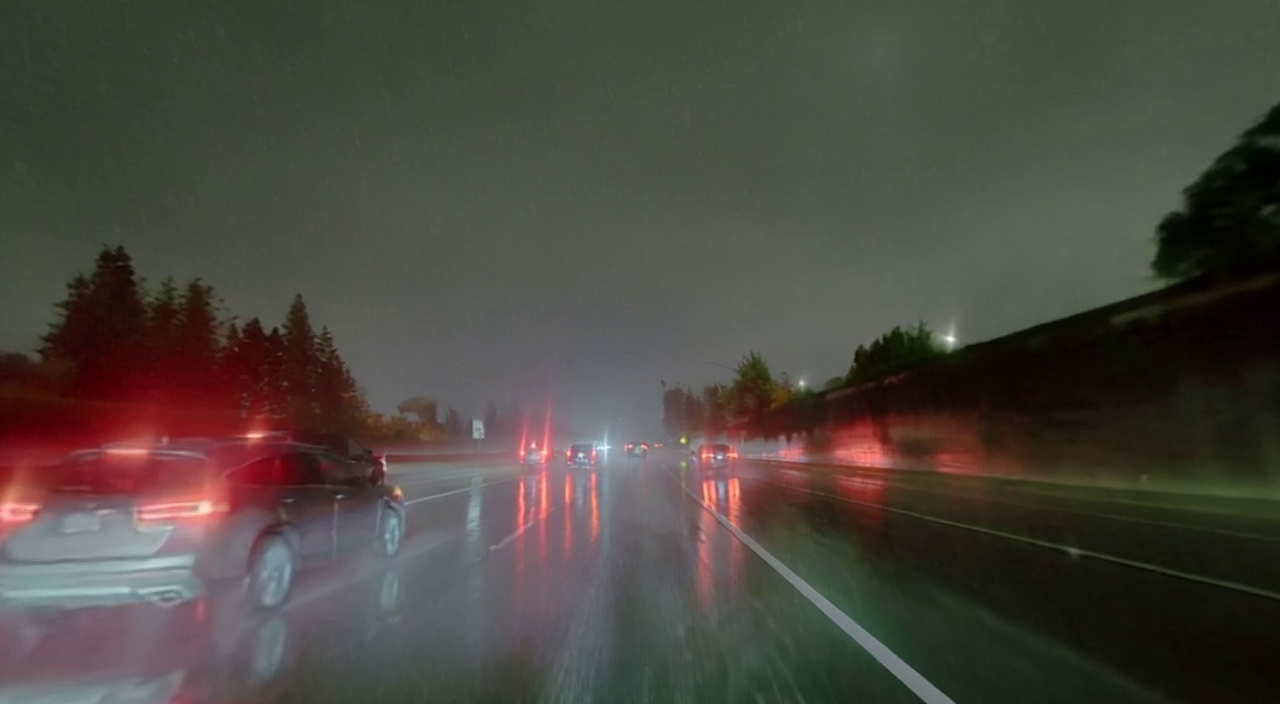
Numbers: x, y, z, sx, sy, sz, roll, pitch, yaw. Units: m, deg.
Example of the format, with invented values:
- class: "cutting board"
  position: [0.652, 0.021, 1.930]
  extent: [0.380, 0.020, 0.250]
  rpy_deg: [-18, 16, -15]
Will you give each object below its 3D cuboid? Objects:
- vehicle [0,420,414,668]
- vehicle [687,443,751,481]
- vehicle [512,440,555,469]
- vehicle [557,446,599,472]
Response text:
- class: "vehicle"
  position: [-4.038, 1.524, 6.140]
  extent: [1.988, 1.506, 4.416]
  rpy_deg: [0, -9, 0]
- class: "vehicle"
  position: [3.293, 4.713, 27.233]
  extent: [2.141, 1.507, 4.510]
  rpy_deg: [0, -9, -1]
- class: "vehicle"
  position: [-6.996, 6.789, 41.836]
  extent: [2.111, 1.811, 4.391]
  rpy_deg: [0, -9, 0]
- class: "vehicle"
  position: [-3.707, 6.444, 38.150]
  extent: [2.071, 1.478, 4.130]
  rpy_deg: [0, -9, 1]
